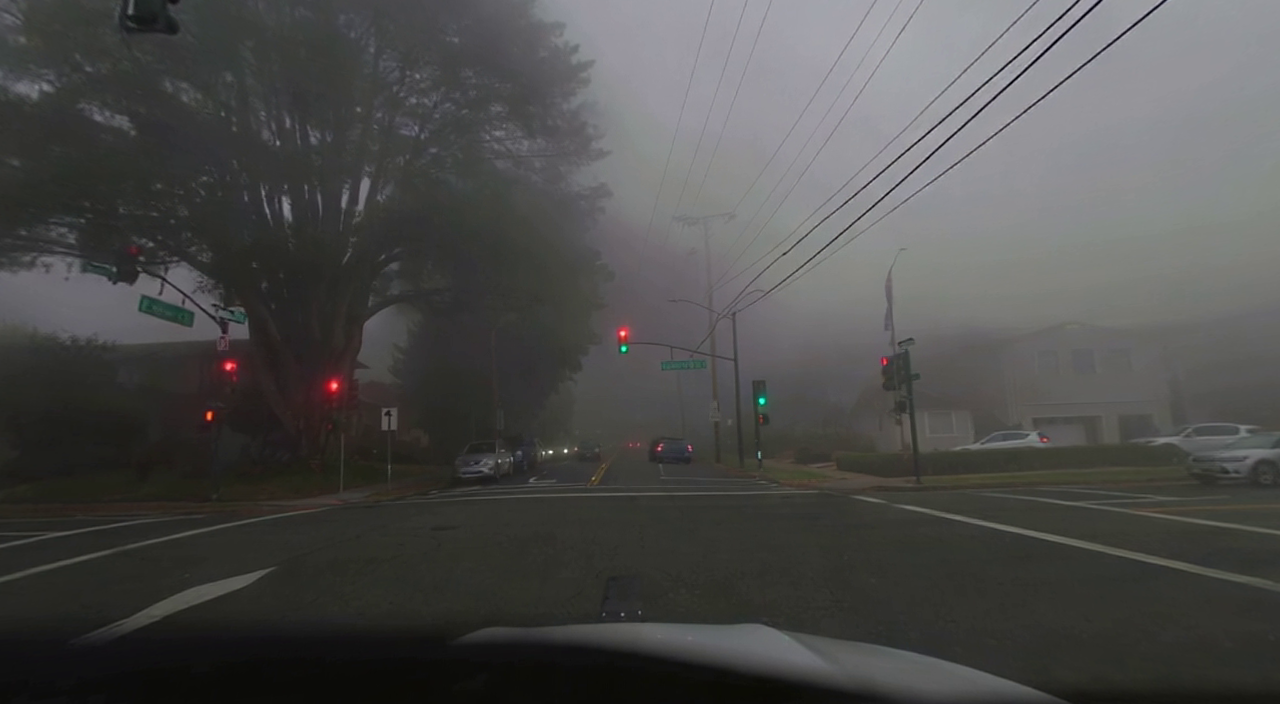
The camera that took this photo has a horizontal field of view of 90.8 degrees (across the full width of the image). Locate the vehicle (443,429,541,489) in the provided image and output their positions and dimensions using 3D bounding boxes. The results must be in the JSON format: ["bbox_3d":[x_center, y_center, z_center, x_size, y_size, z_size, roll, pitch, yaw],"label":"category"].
[{"bbox_3d":[-6.499,4.832,28.967,2.896,2.339,7.322,0,-9,-1],"label":"vehicle"}]

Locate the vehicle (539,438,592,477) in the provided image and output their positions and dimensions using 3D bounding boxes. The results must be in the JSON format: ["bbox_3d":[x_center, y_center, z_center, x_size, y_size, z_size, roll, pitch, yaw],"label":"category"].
[{"bbox_3d":[-3.647,5.277,31.914,2.120,1.783,4.788,0,-9,0],"label":"vehicle"}]

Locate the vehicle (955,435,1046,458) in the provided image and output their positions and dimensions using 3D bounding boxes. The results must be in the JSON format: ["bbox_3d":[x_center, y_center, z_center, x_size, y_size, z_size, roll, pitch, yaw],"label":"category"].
[{"bbox_3d":[24.971,6.553,43.829,5.172,1.515,1.851,0,-9,-2],"label":"vehicle"}]

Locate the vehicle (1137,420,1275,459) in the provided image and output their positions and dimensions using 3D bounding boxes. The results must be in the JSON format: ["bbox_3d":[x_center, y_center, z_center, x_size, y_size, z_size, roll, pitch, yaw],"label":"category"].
[{"bbox_3d":[33.268,5.158,37.229,5.969,2.149,2.331,0,-9,-3],"label":"vehicle"}]

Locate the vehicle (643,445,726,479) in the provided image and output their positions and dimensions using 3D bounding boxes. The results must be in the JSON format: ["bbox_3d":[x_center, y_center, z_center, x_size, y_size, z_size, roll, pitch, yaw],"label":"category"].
[{"bbox_3d":[2.067,5.321,30.899,2.056,1.493,4.535,4,-9,-25],"label":"vehicle"}]
